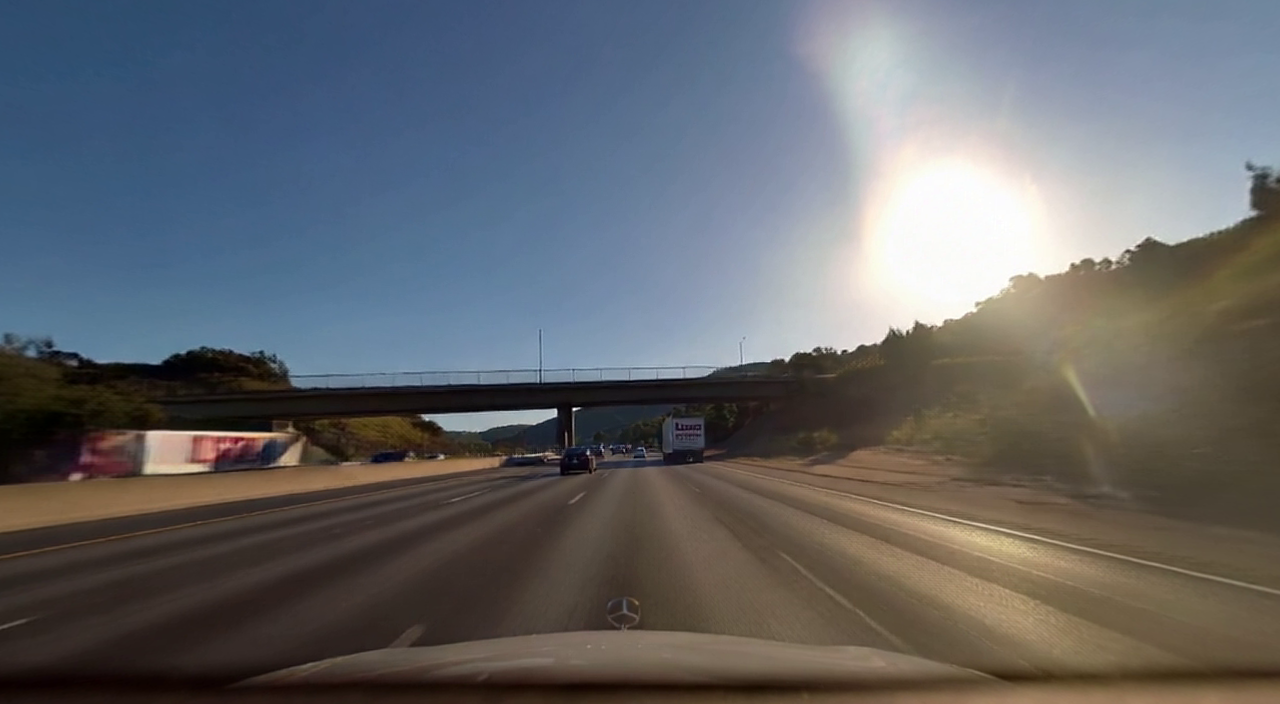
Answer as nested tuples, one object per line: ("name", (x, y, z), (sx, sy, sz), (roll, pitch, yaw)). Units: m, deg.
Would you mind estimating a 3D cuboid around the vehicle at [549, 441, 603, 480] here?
("vehicle", (-2.925, 5.084, 29.717), (2.052, 1.654, 4.303), (0, -9, 1))
